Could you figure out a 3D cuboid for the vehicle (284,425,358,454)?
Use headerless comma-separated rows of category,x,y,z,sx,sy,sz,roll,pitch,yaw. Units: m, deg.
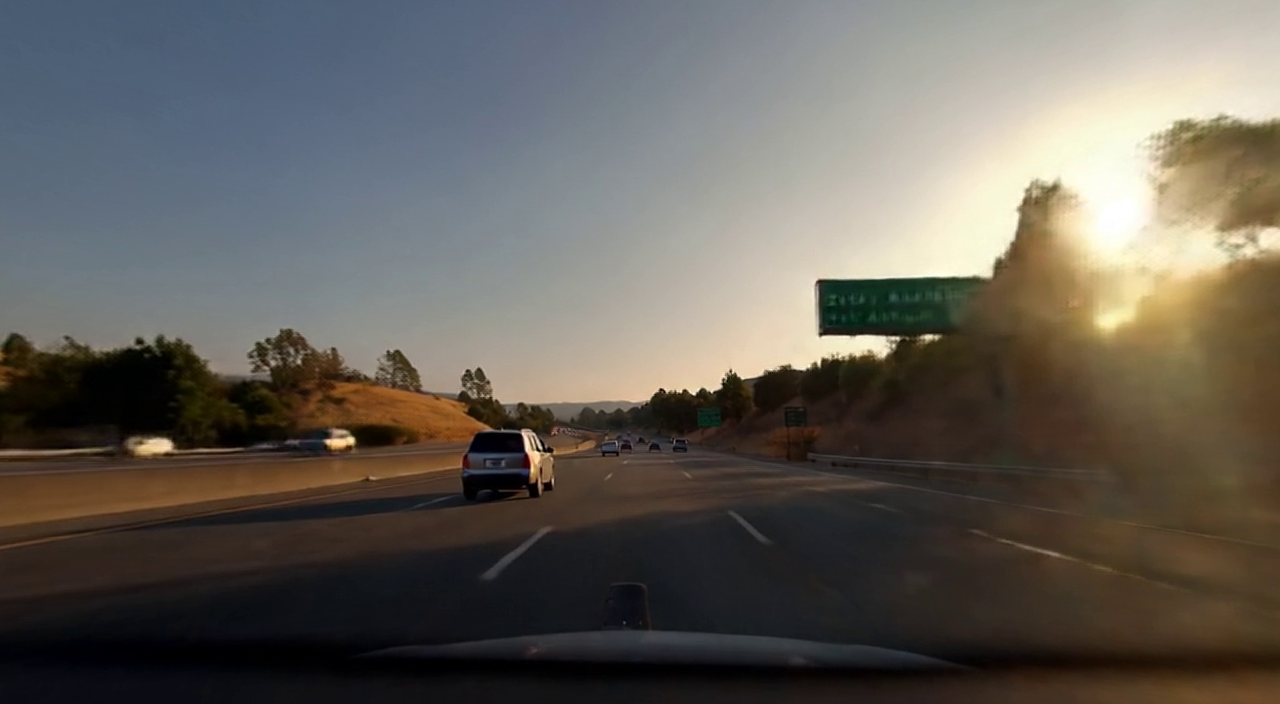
vehicle,-23.917,6.636,47.620,2.243,1.985,6.208,0,-9,1

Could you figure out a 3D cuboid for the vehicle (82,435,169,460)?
vehicle,-32.211,6.011,39.671,1.783,1.513,4.313,0,-9,0

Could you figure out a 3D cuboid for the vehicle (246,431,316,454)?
vehicle,-28.085,7.169,49.585,2.144,1.674,5.580,0,-9,1

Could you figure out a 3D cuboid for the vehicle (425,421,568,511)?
vehicle,-3.236,2.717,15.445,2.218,1.848,4.789,0,-9,2
